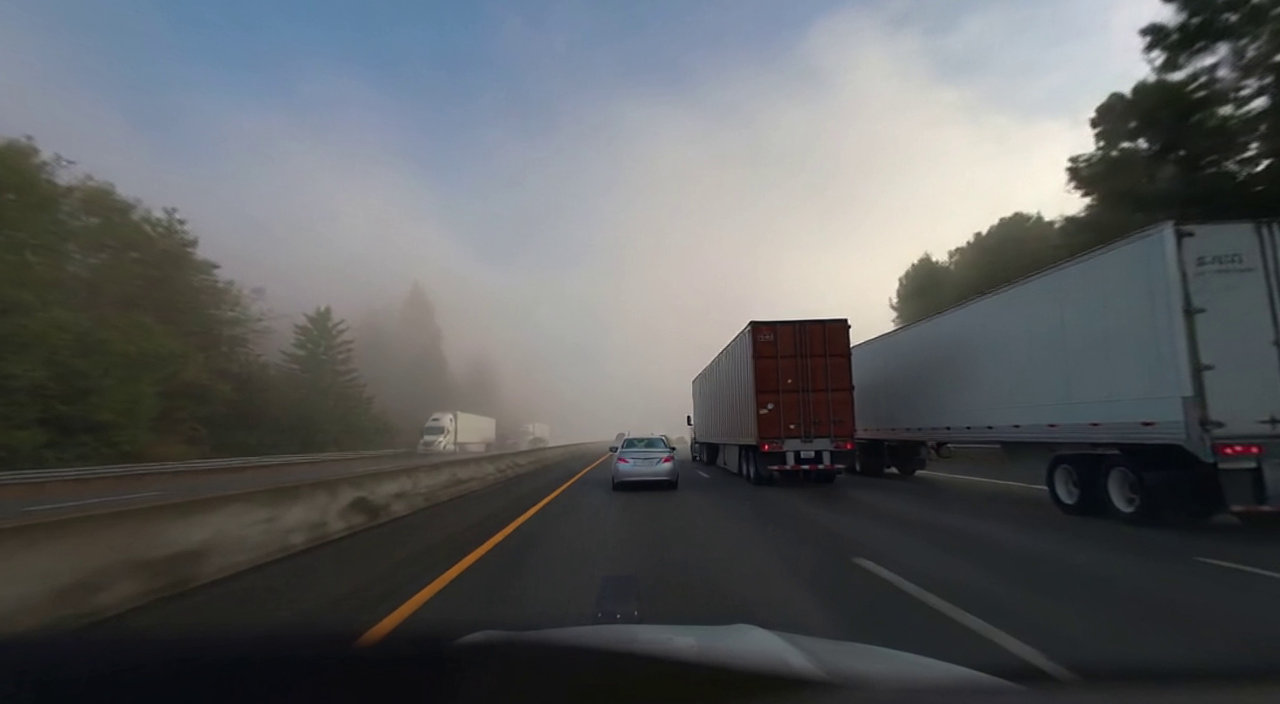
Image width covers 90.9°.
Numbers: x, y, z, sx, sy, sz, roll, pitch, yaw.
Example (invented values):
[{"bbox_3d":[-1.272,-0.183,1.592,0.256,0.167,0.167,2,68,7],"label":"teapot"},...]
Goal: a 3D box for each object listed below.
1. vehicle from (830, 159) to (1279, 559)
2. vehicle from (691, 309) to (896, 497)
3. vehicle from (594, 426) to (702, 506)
[{"bbox_3d":[8.081,0.930,13.797,3.110,4.308,14.260,0,-7,-1],"label":"vehicle"},{"bbox_3d":[3.898,1.993,20.834,2.888,4.099,14.183,0,-7,-1],"label":"vehicle"},{"bbox_3d":[0.106,2.398,13.798,2.038,1.477,3.773,0,-8,-1],"label":"vehicle"}]
